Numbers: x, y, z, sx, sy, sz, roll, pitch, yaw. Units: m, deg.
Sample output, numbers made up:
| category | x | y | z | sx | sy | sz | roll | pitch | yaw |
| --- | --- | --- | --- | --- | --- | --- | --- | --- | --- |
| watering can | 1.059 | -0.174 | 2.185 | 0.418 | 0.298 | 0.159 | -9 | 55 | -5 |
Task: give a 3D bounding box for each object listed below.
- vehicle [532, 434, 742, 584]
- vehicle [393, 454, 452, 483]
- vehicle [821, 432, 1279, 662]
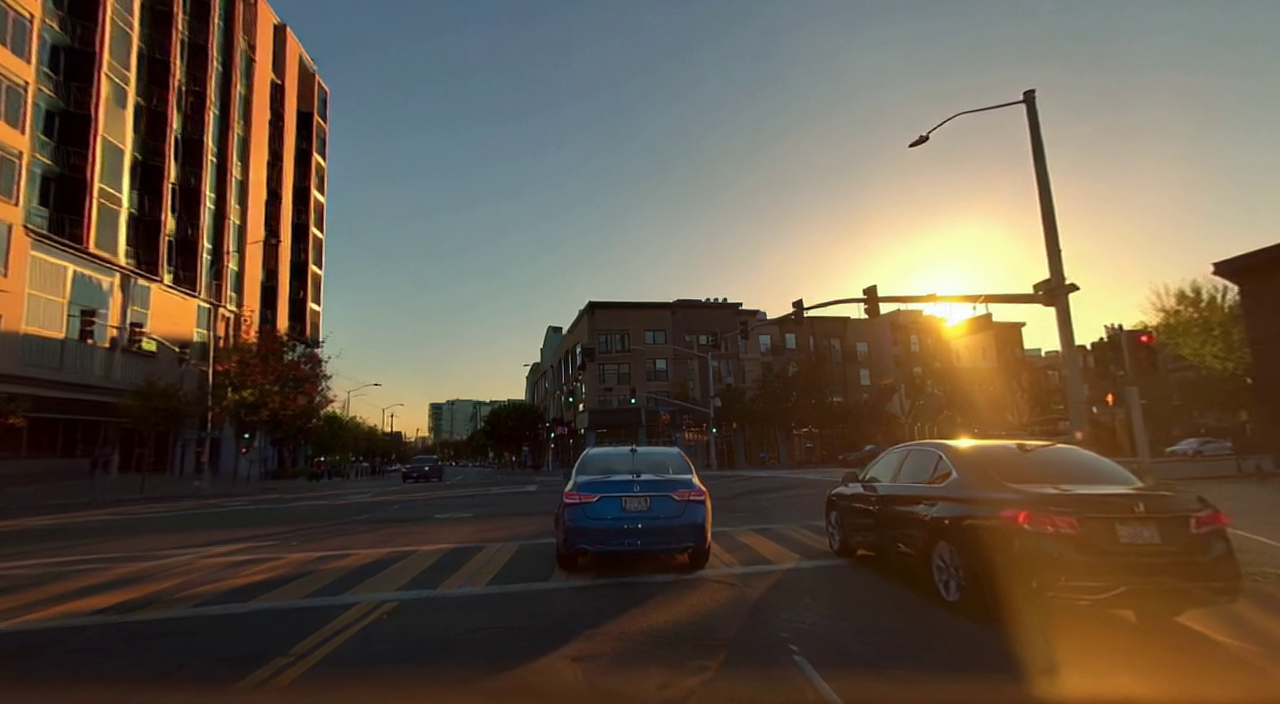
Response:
| category | x | y | z | sx | sy | sz | roll | pitch | yaw |
| --- | --- | --- | --- | --- | --- | --- | --- | --- | --- |
| vehicle | -0.058 | 1.875 | 8.416 | 2.094 | 1.481 | 4.078 | 0 | -8 | -1 |
| vehicle | -14.611 | 7.809 | 42.645 | 2.126 | 1.782 | 4.880 | 0 | -8 | 1 |
| vehicle | 3.351 | 1.543 | 6.110 | 1.860 | 1.430 | 4.089 | 0 | -8 | -2 |
